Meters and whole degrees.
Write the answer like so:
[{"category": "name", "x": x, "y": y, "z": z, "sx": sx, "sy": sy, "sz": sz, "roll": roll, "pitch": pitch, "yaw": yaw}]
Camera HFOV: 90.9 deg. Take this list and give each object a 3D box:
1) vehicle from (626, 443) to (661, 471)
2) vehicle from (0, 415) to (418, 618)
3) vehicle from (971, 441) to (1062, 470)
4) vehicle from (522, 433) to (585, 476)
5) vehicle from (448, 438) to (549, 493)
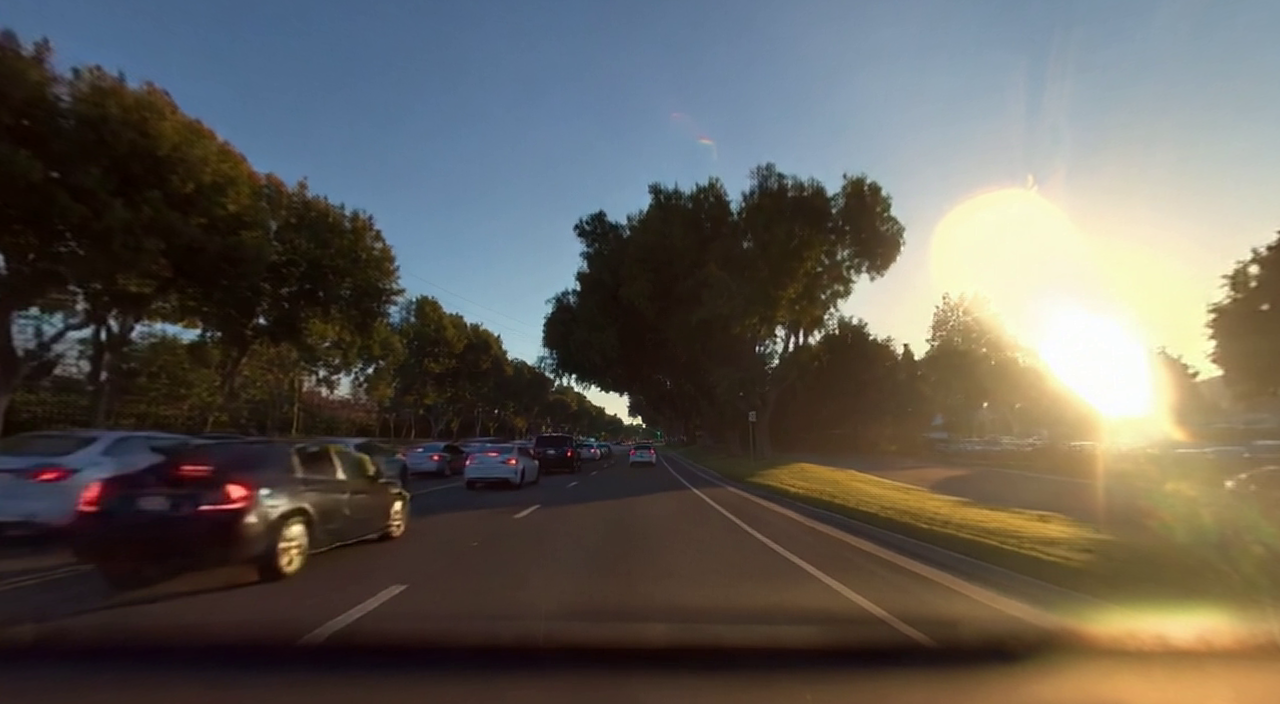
[{"category": "vehicle", "x": 0.195, "y": 5.935, "z": 35.783, "sx": 1.875, "sy": 1.453, "sz": 3.888, "roll": 0, "pitch": -8, "yaw": 0}, {"category": "vehicle", "x": -4.198, "y": 1.553, "z": 6.918, "sx": 1.871, "sy": 1.502, "sz": 4.240, "roll": 0, "pitch": -8, "yaw": 2}, {"category": "vehicle", "x": 27.520, "y": 7.565, "z": 46.178, "sx": 5.193, "sy": 1.955, "sz": 2.249, "roll": 0, "pitch": -7, "yaw": 0}, {"category": "vehicle", "x": -3.796, "y": 4.641, "z": 28.692, "sx": 2.130, "sy": 1.749, "sz": 4.904, "roll": 0, "pitch": -8, "yaw": 1}, {"category": "vehicle", "x": -4.145, "y": 3.397, "z": 19.256, "sx": 1.975, "sy": 1.447, "sz": 4.356, "roll": 0, "pitch": -8, "yaw": 2}]
